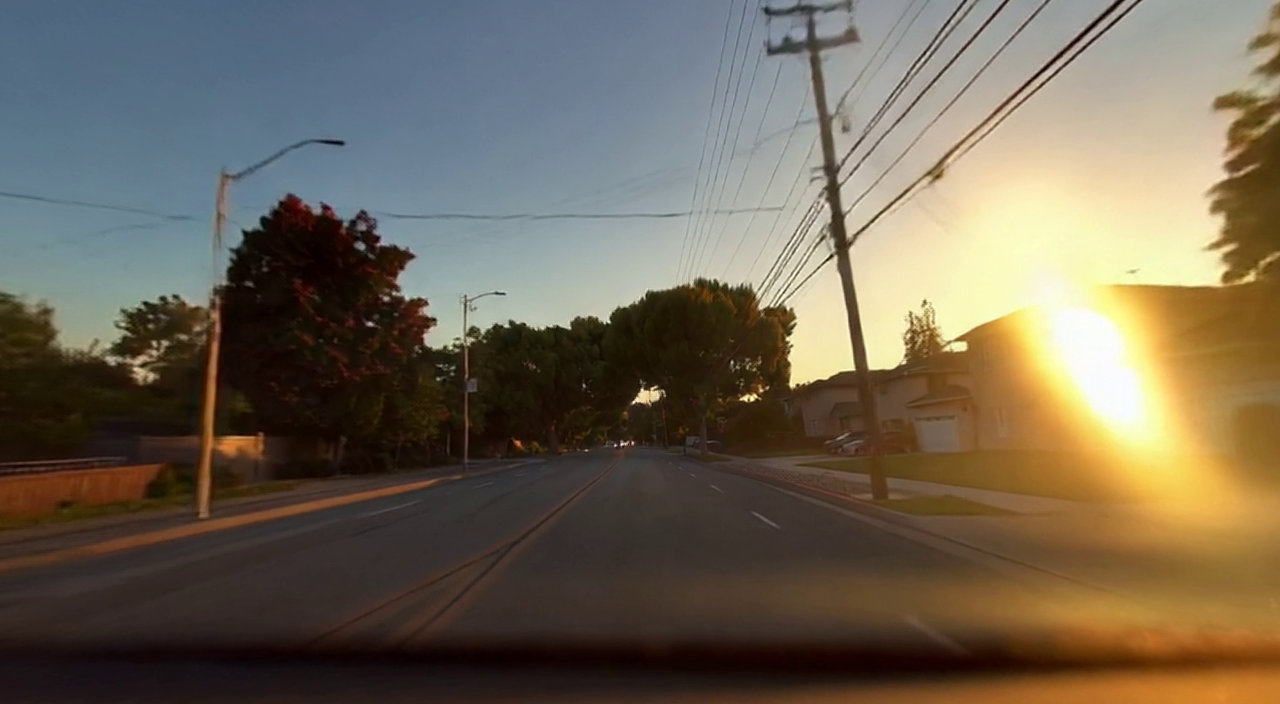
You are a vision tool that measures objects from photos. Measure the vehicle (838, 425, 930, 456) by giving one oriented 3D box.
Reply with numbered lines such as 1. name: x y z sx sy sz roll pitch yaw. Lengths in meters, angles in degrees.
1. vehicle: 14.254 5.187 36.953 4.512 1.701 2.017 0 -8 -2
